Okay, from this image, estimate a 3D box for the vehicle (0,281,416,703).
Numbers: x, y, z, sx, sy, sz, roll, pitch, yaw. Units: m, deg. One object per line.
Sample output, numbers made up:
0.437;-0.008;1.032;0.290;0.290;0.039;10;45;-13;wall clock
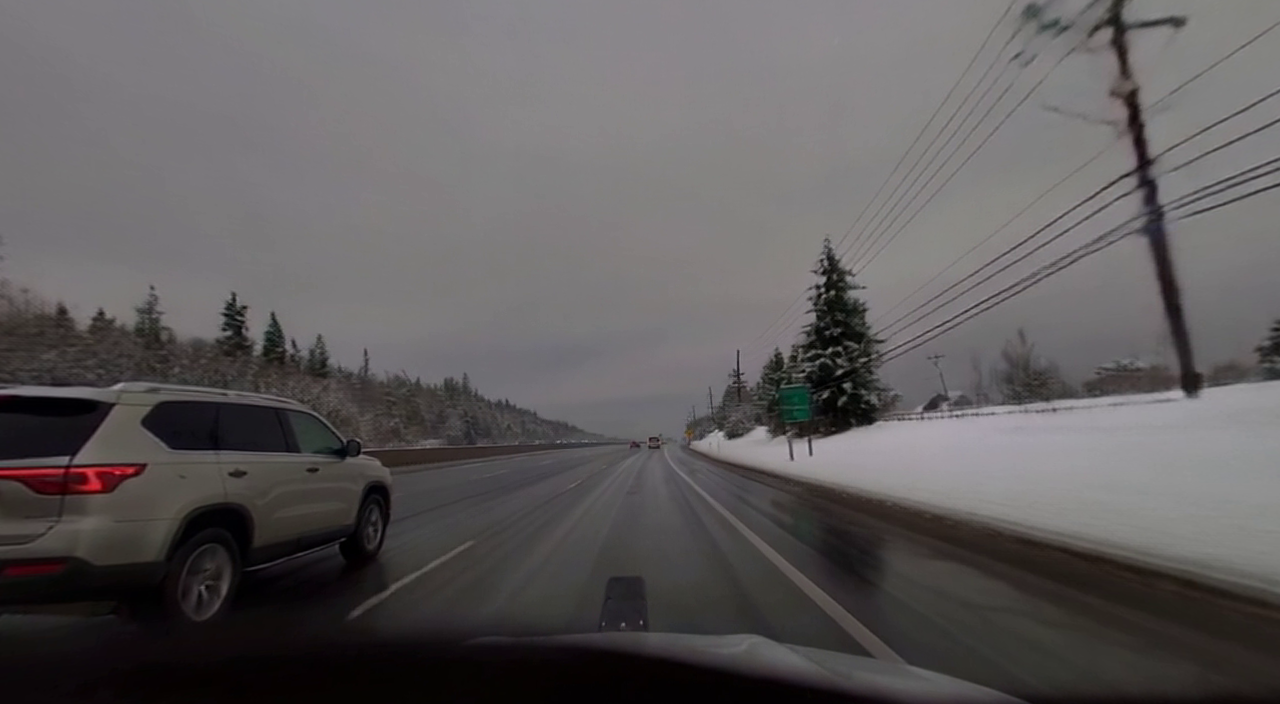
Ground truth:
-3.752;1.001;4.794;2.136;1.975;5.037;-1;-8;1;vehicle
